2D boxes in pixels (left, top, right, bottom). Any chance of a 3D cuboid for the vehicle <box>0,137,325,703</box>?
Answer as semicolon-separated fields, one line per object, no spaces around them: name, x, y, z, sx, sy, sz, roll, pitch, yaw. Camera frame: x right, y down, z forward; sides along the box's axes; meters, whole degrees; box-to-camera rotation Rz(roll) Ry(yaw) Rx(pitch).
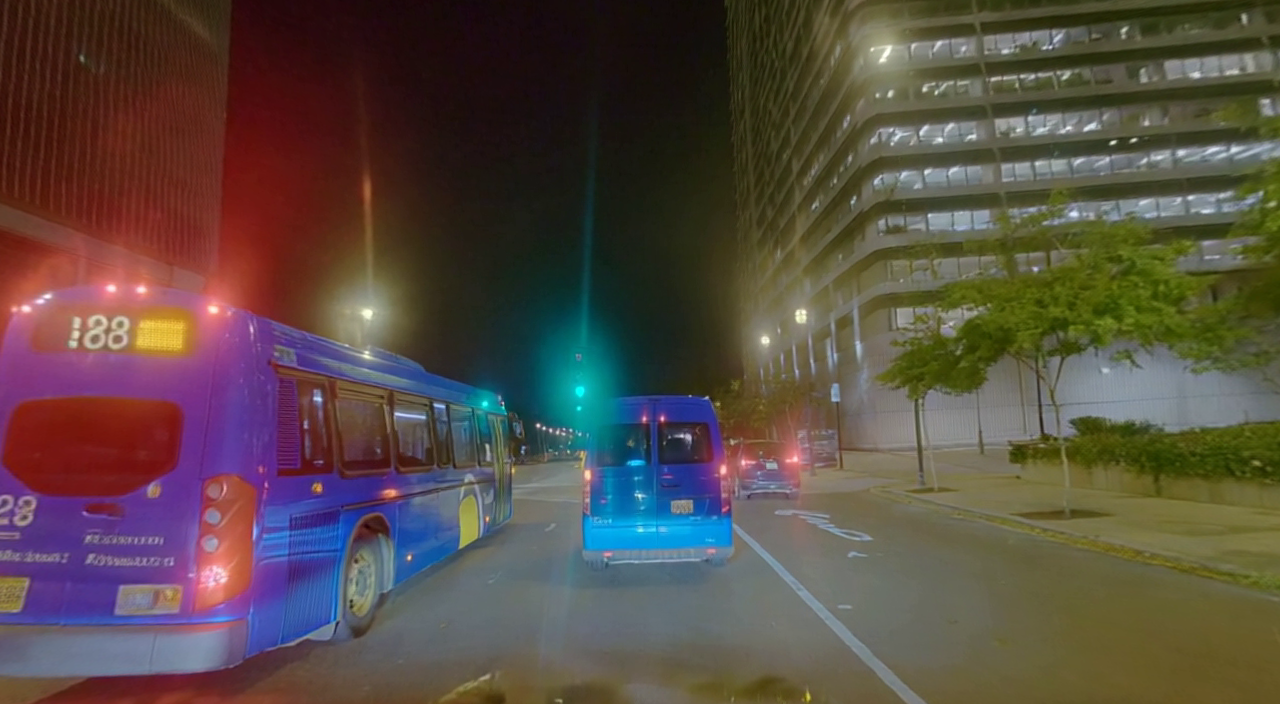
vehicle;-2.760;0.320;0.221;2.329;2.089;5.659;0;-9;0

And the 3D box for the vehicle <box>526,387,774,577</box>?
vehicle;0.128;1.644;8.602;2.500;1.912;4.270;0;-9;1

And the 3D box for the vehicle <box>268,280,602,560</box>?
vehicle;-2.900;1.808;14.571;3.042;3.445;13.615;0;-9;1
